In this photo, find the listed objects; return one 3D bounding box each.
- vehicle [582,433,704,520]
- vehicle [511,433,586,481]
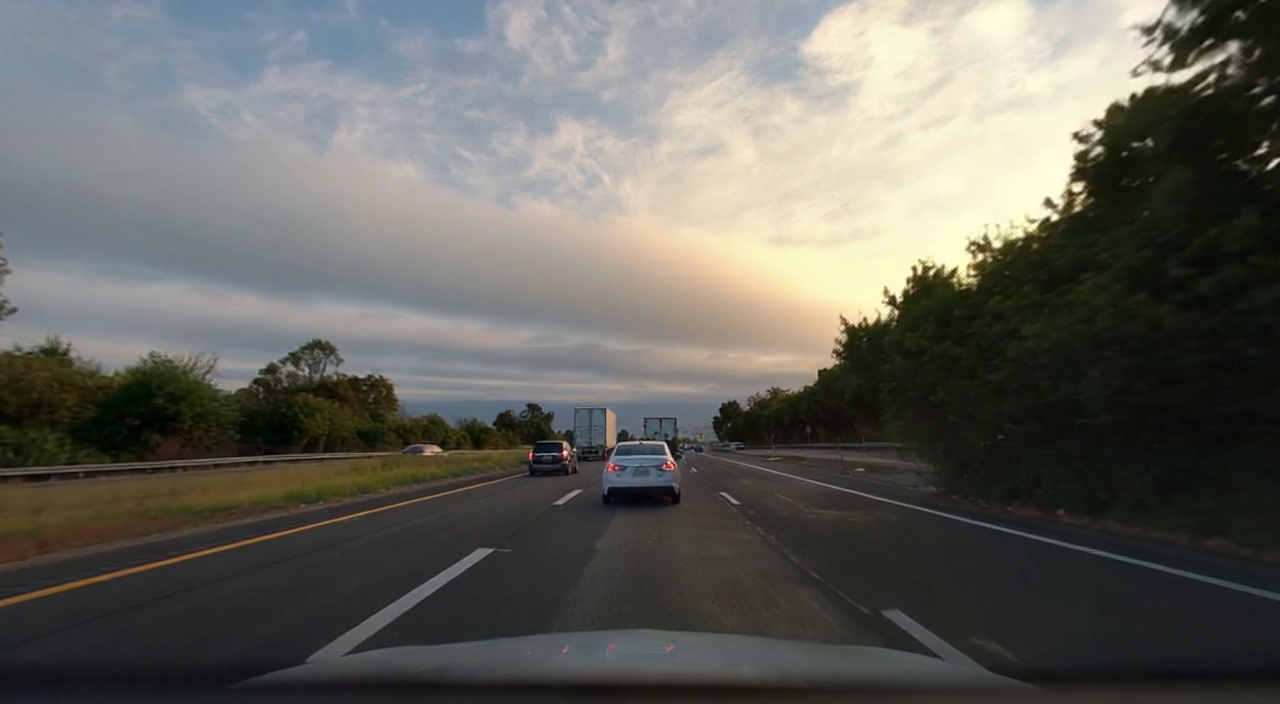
[{"bbox_3d":[0.033,2.431,12.694,2.057,1.449,3.931,0,-9,-1],"label":"vehicle"},{"bbox_3d":[-3.483,4.130,24.947,2.177,1.699,4.431,0,-9,2],"label":"vehicle"}]
